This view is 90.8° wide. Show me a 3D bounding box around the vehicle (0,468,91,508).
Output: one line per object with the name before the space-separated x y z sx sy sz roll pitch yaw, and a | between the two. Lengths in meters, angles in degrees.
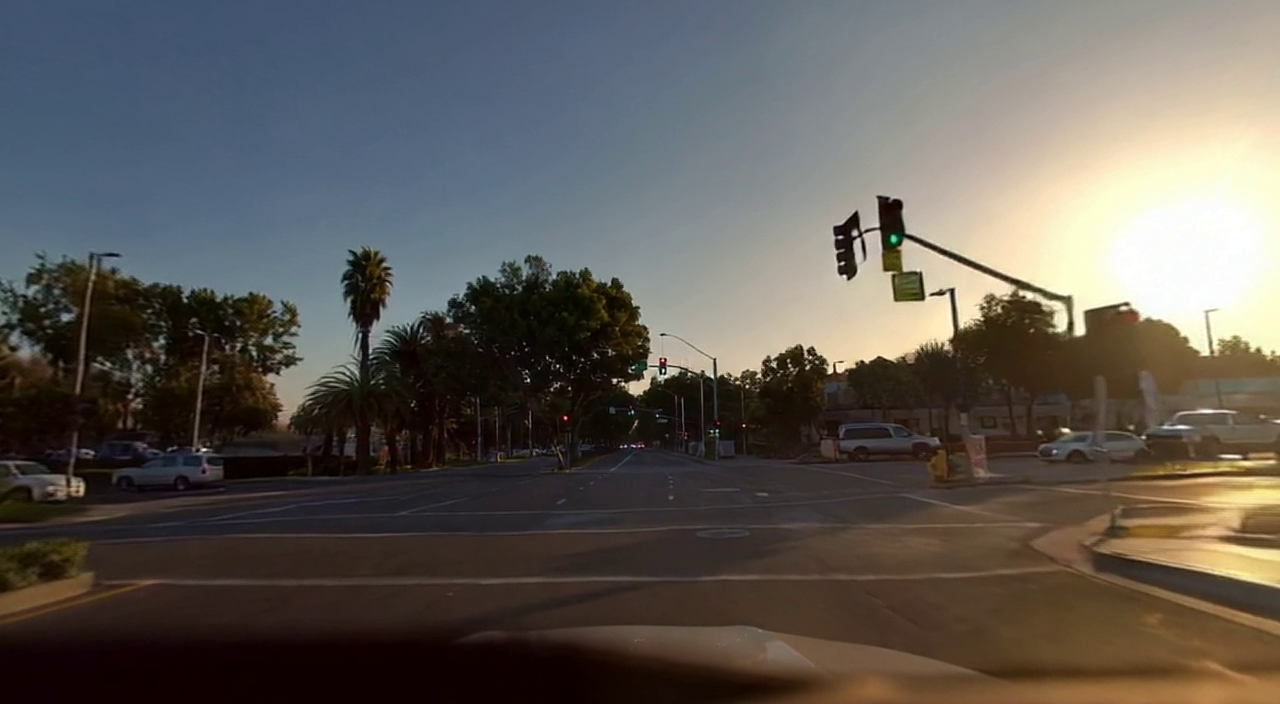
vehicle | -25.798 5.580 26.015 4.448 1.525 1.835 1 -9 -6

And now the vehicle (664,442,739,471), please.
vehicle | 4.882 8.172 49.734 2.703 2.082 6.059 -8 -12 43

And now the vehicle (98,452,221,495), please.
vehicle | -25.871 6.523 34.116 5.056 1.839 1.957 -3 -6 -1

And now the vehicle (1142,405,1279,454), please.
vehicle | 28.937 3.883 31.373 5.625 2.303 2.592 0 -9 1

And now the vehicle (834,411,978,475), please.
vehicle | 13.323 4.801 33.089 2.944 2.783 10.332 0 -9 -1

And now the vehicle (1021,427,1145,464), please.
vehicle | 21.594 4.577 30.921 4.578 1.756 2.042 1 -9 -4
